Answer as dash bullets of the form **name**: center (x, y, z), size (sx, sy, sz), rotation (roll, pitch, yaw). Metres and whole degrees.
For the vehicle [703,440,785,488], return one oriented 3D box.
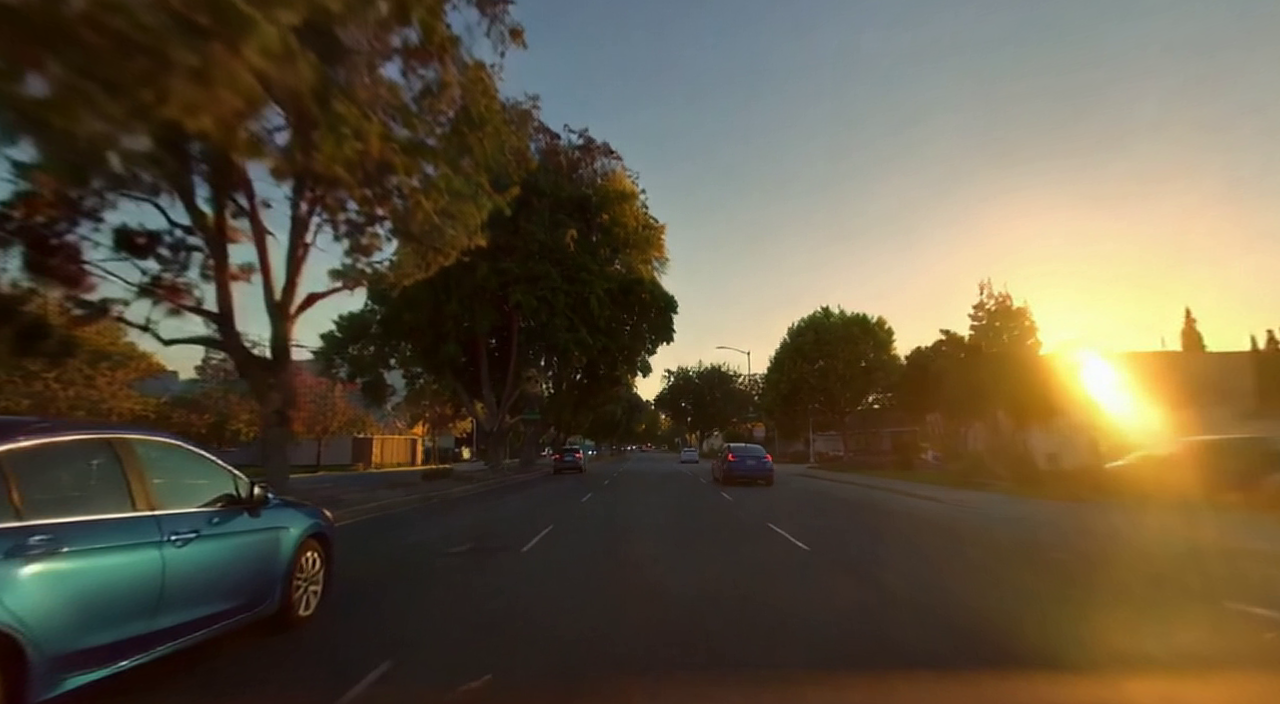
- **vehicle**: center (3.492, 3.863, 22.064), size (2.083, 1.474, 4.360), rotation (0, -9, 0)

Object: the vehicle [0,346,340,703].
- **vehicle**: center (-3.566, 0.904, 2.889), size (2.023, 1.720, 4.741), rotation (0, -9, 0)

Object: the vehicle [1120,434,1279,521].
- **vehicle**: center (12.608, 2.523, 13.015), size (3.802, 1.613, 2.025), rotation (1, -9, -6)

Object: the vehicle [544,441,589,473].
- **vehicle**: center (-3.922, 5.684, 34.301), size (2.113, 1.626, 4.129), rotation (0, -9, -3)
